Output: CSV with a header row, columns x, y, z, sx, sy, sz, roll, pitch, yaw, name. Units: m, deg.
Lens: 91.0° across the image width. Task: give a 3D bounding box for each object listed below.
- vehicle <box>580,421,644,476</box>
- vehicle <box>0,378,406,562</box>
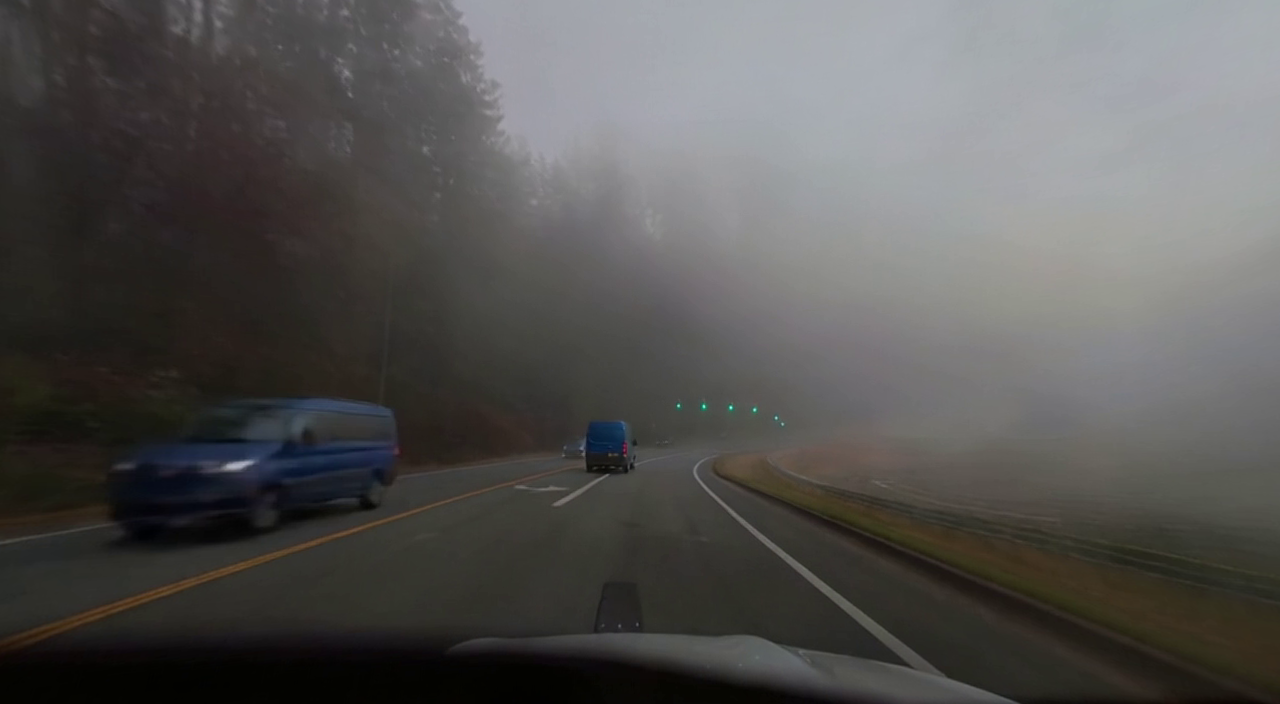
x,y,z,sx,sy,sz,roll,pitch,yaw,name
-1.088,4.258,27.864,2.362,2.185,5.212,0,-8,3,vehicle
-5.964,1.700,9.782,2.295,1.981,5.836,0,-8,1,vehicle
